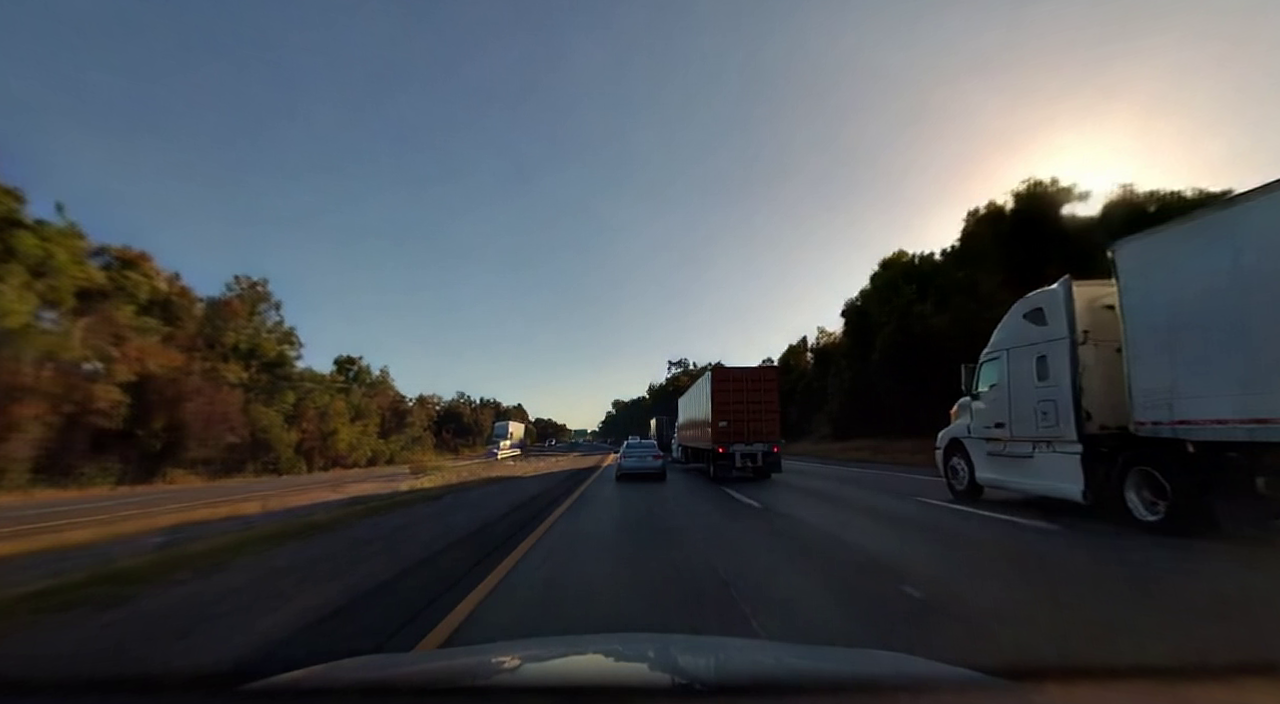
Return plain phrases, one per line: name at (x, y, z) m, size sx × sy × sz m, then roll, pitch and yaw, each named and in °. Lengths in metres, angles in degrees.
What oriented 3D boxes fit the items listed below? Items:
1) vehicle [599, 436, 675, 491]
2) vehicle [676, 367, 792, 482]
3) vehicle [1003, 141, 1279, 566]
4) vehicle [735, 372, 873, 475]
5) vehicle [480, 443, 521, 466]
vehicle at (-0.128, 3.276, 18.984) m, size 2.038 × 1.477 × 3.773 m, roll 0°, pitch -8°, yaw -2°
vehicle at (3.775, 3.508, 29.640) m, size 2.888 × 4.099 × 14.183 m, roll 0°, pitch -8°, yaw -2°
vehicle at (8.155, -0.327, 3.909) m, size 3.110 × 4.308 × 14.260 m, roll 0°, pitch -8°, yaw -1°
vehicle at (7.643, 3.790, 32.380) m, size 2.876 × 4.111 × 14.145 m, roll 0°, pitch -8°, yaw -2°
vehicle at (-9.746, 7.156, 44.284) m, size 1.890 × 1.468 × 4.193 m, roll 0°, pitch -8°, yaw 1°
